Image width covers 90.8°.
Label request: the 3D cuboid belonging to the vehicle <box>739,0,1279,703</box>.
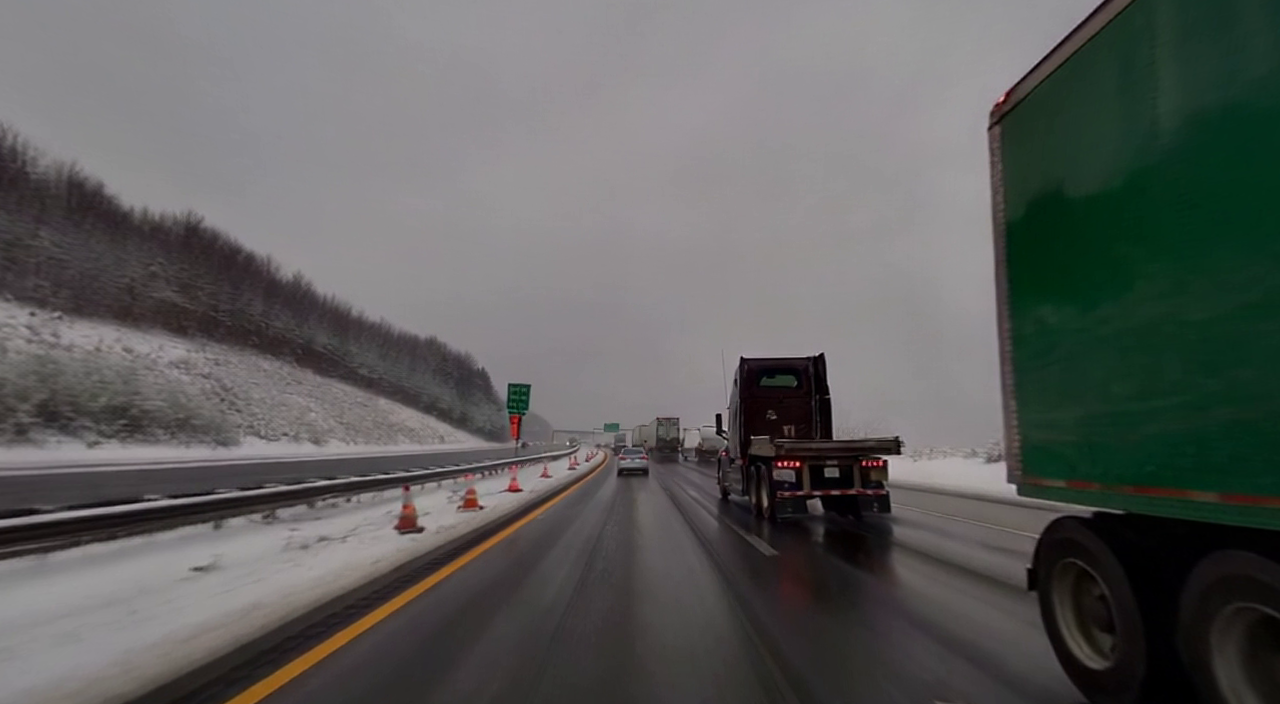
[{"bbox_3d":[3.613,0.377,6.838,2.874,4.065,14.243,0,-9,0],"label":"vehicle"}]

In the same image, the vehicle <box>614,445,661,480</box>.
[{"bbox_3d":[-0.131,4.875,27.989,1.927,1.437,3.794,0,-9,0],"label":"vehicle"}]
